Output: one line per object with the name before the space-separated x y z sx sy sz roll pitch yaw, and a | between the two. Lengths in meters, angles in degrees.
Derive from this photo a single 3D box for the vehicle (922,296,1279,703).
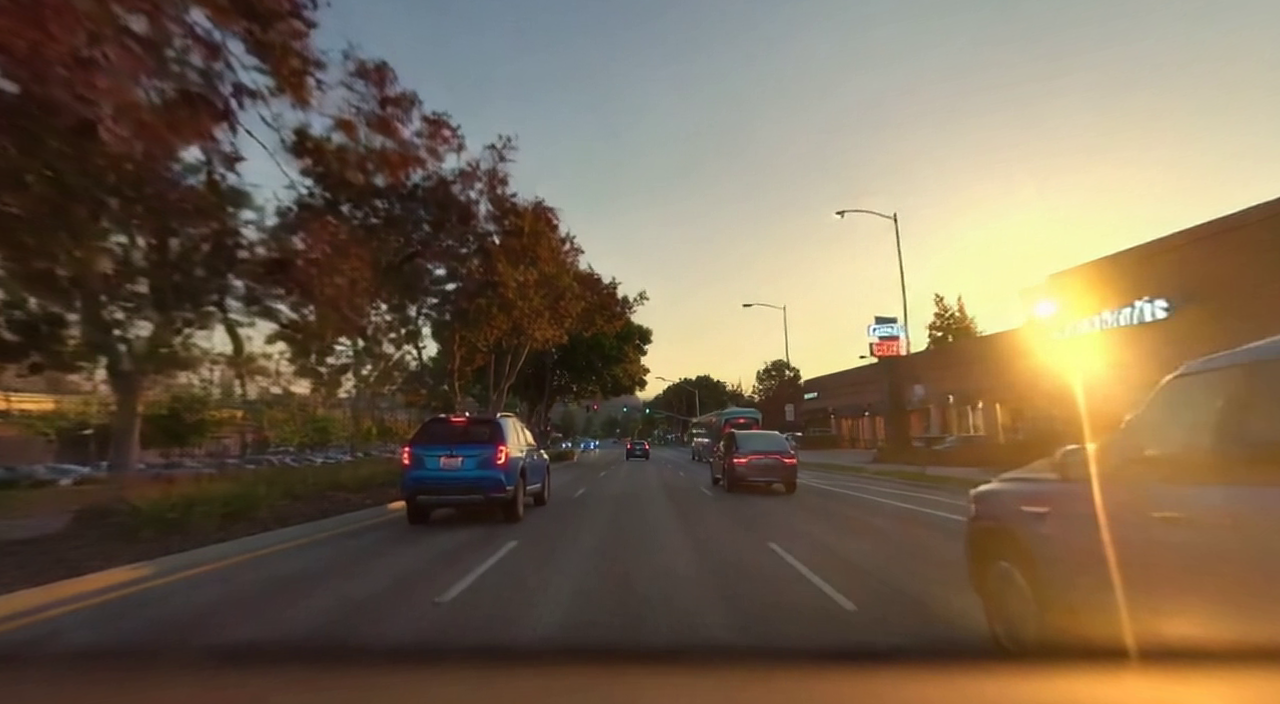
vehicle | 2.849 0.703 1.798 2.018 1.719 4.369 0 -8 -1

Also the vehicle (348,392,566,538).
vehicle | -2.902 1.987 11.656 2.368 2.037 5.319 0 -8 0

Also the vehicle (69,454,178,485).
vehicle | -28.826 6.537 35.366 4.441 1.625 1.916 -1 -8 3

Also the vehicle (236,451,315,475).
vehicle | -28.030 8.562 48.721 4.862 1.478 2.057 -4 -9 -2

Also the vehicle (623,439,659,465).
vehicle | 0.017 5.932 37.546 2.008 1.464 4.052 0 -8 -1

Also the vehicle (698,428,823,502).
vehicle | 2.843 2.810 16.152 2.174 1.596 4.779 0 -8 -1
